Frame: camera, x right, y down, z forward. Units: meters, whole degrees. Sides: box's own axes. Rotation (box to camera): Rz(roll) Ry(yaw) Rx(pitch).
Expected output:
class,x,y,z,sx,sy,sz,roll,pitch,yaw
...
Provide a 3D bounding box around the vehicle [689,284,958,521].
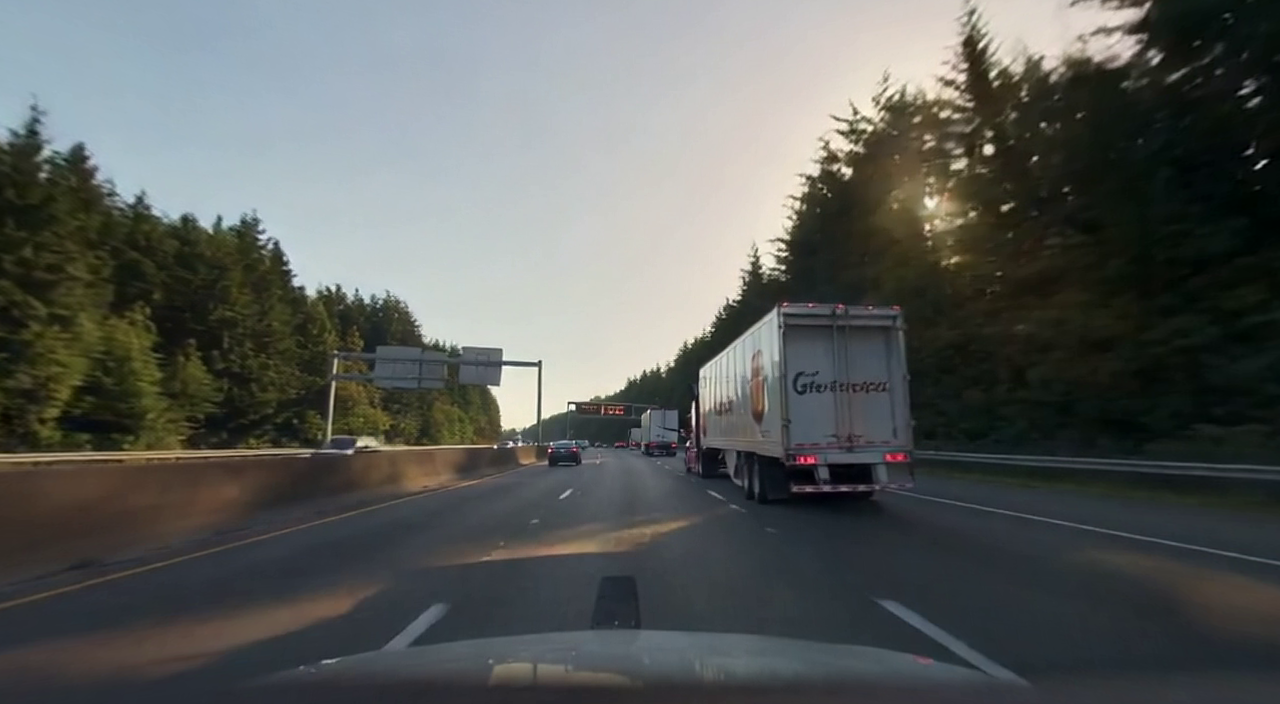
class,x,y,z,sx,sy,sz,roll,pitch,yaw
vehicle,3.605,1.740,17.273,2.948,4.045,13.051,0,-8,-2

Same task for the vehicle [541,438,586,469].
class,x,y,z,sx,sy,sz,roll,pitch,yaw
vehicle,-4.352,5.809,36.293,2.206,1.644,4.027,0,-8,-2

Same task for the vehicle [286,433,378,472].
class,x,y,z,sx,sy,sz,roll,pitch,yaw
vehicle,-12.381,4.052,25.560,1.908,1.442,3.757,0,-8,-2
